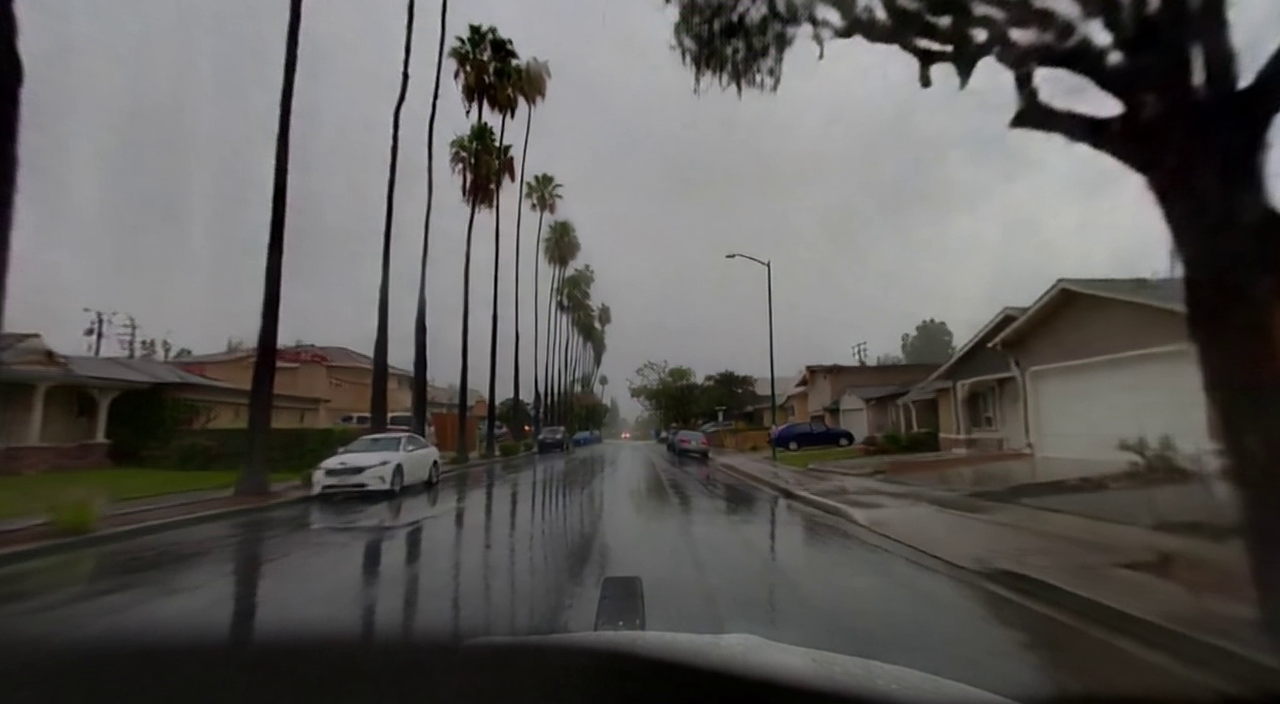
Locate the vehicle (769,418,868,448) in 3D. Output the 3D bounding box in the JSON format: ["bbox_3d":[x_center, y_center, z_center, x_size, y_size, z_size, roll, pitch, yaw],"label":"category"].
[{"bbox_3d":[9.263,4.231,33.064,4.643,1.520,1.826,0,-7,1],"label":"vehicle"}]

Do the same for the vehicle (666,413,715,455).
[{"bbox_3d":[2.604,4.452,34.154,2.184,2.038,6.212,0,-7,0],"label":"vehicle"}]

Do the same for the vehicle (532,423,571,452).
[{"bbox_3d":[-5.960,5.758,42.985,2.147,1.823,4.725,0,-6,-2],"label":"vehicle"}]

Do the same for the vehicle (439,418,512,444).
[{"bbox_3d":[-12.576,6.078,48.620,4.991,1.947,2.329,0,-7,-3],"label":"vehicle"}]

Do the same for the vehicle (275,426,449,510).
[{"bbox_3d":[-5.816,2.411,13.938,1.949,1.511,4.466,0,-6,-2],"label":"vehicle"}]

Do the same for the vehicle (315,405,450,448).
[{"bbox_3d":[-12.061,3.554,29.924,5.340,1.948,2.398,0,-7,-1],"label":"vehicle"}]
